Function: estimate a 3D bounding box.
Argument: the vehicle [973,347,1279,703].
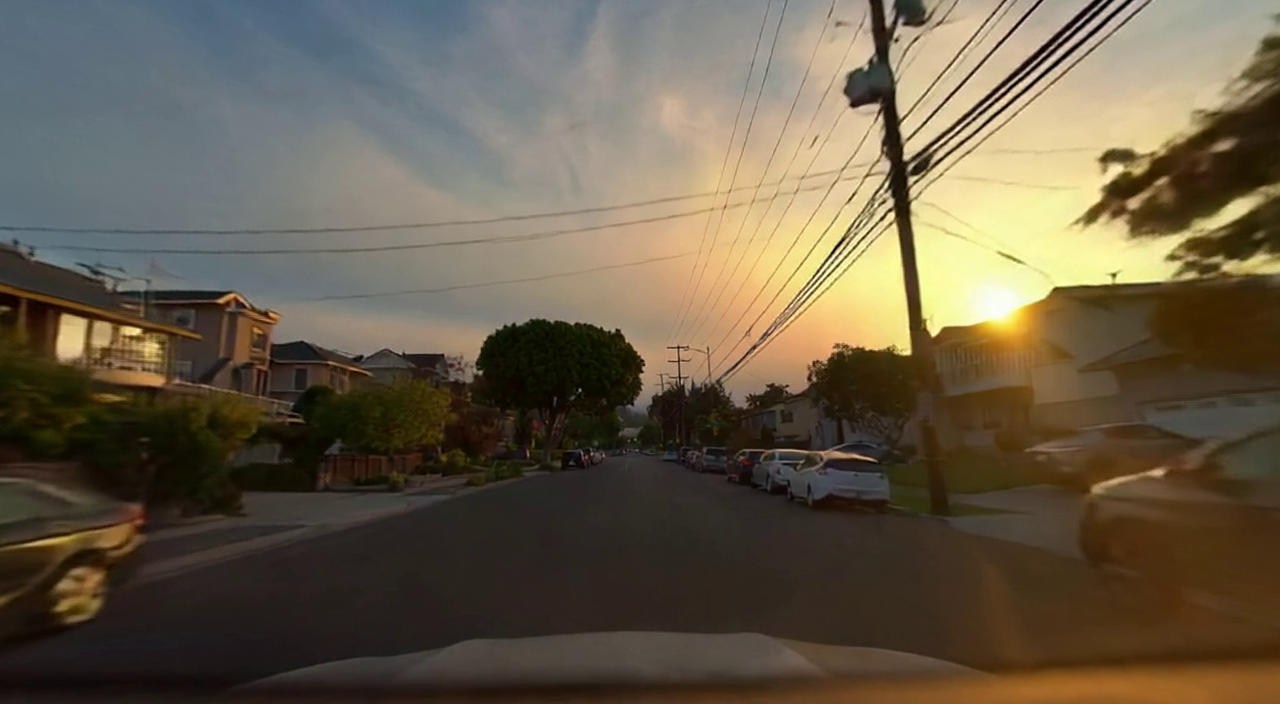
[{"bbox_3d":[4.565,0.894,3.069,2.462,1.894,6.076,0,-9,-1],"label":"vehicle"}]

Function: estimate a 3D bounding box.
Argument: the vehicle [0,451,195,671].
[{"bbox_3d":[-5.374,1.421,4.107,1.856,1.499,4.216,0,-8,0],"label":"vehicle"}]

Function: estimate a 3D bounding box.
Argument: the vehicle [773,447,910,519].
[{"bbox_3d":[4.662,3.051,15.390,1.859,1.469,4.550,0,-9,0],"label":"vehicle"}]
